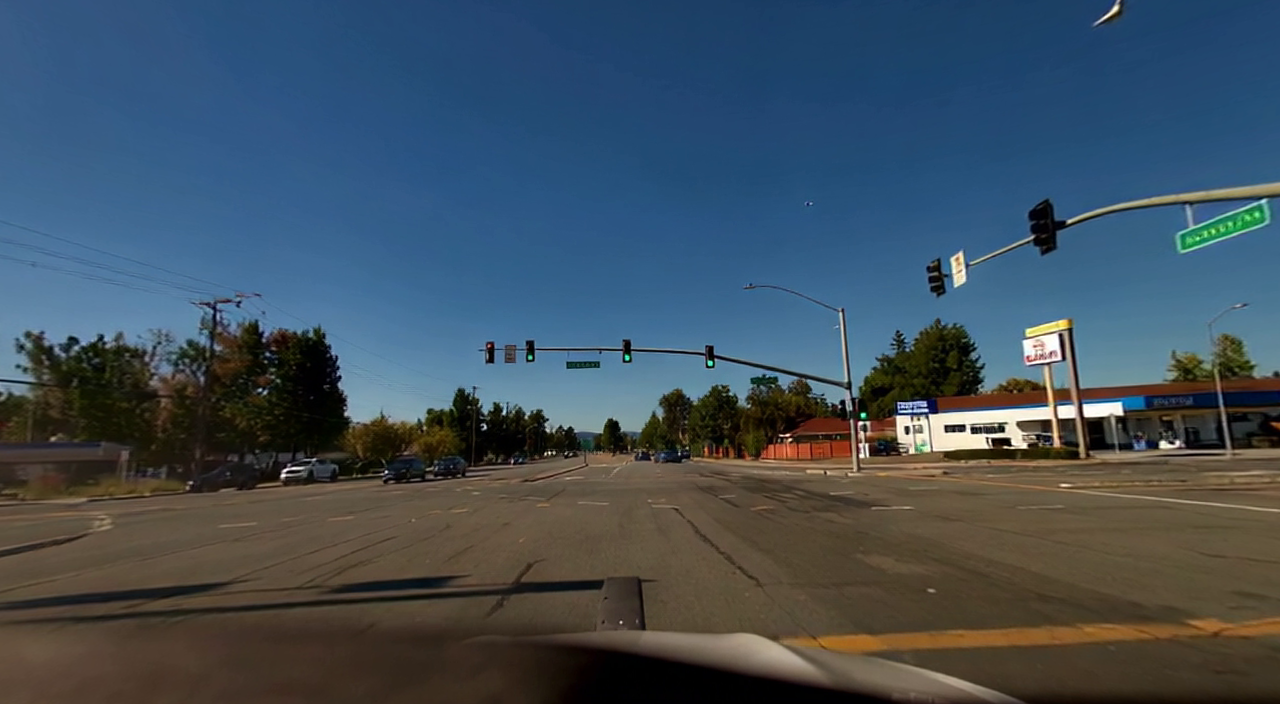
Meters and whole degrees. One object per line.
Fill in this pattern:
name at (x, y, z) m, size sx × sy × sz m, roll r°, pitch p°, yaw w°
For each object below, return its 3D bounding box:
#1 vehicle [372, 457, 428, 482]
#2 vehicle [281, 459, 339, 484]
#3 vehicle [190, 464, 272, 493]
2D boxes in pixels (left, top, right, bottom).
vehicle at (-15.337, 7.491, 40.624) m, size 1.920 × 1.434 × 4.328 m, roll 0°, pitch -9°, yaw 0°
vehicle at (-24.813, 9.004, 47.720) m, size 2.098 × 1.684 × 4.388 m, roll 0°, pitch -9°, yaw -2°
vehicle at (-24.684, 7.620, 38.336) m, size 1.895 × 1.483 × 4.790 m, roll 0°, pitch -9°, yaw -2°
